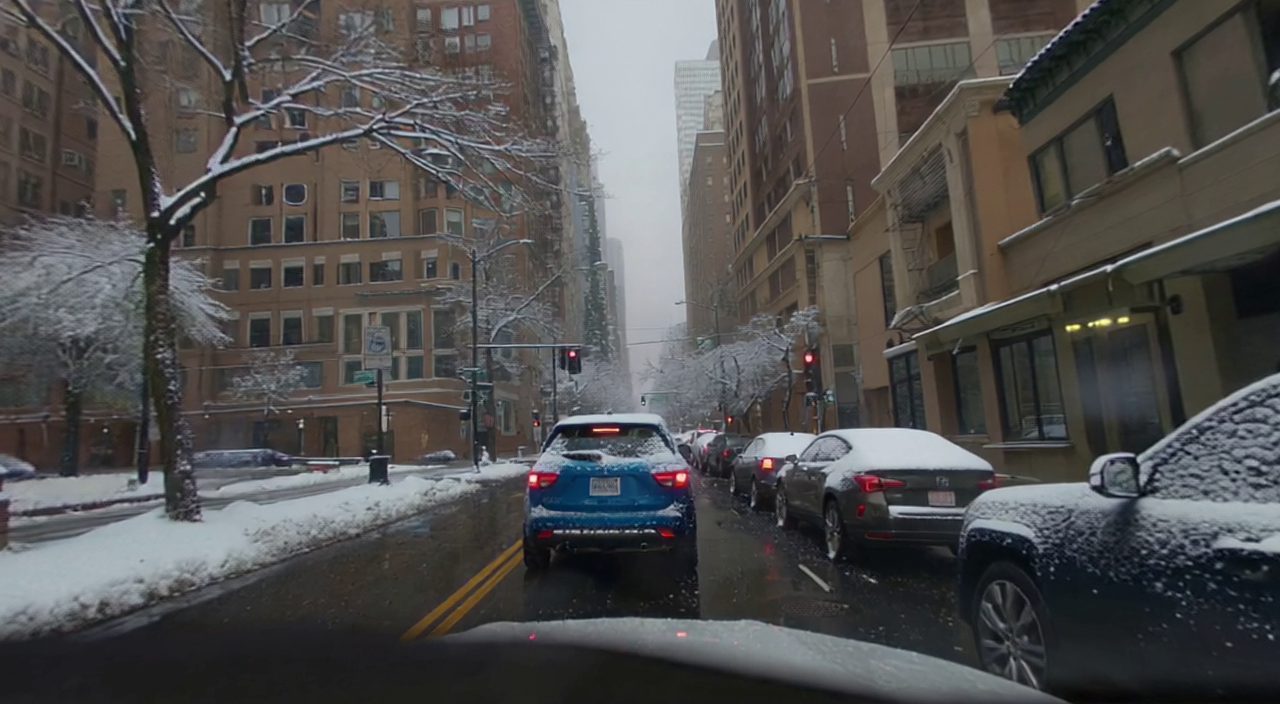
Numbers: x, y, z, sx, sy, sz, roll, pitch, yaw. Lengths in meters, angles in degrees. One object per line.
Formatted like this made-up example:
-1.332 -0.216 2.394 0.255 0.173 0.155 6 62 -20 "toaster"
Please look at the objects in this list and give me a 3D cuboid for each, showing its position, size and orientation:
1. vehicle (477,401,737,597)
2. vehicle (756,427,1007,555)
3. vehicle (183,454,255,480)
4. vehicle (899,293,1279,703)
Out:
-0.336 1.586 7.617 2.249 1.684 4.084 0 -9 -2 "vehicle"
3.278 1.991 9.805 1.941 1.482 4.632 0 -9 -2 "vehicle"
-26.313 7.151 39.658 1.960 1.459 4.699 1 -9 -10 "vehicle"
2.997 0.752 2.259 2.063 1.760 4.664 0 -9 -1 "vehicle"
